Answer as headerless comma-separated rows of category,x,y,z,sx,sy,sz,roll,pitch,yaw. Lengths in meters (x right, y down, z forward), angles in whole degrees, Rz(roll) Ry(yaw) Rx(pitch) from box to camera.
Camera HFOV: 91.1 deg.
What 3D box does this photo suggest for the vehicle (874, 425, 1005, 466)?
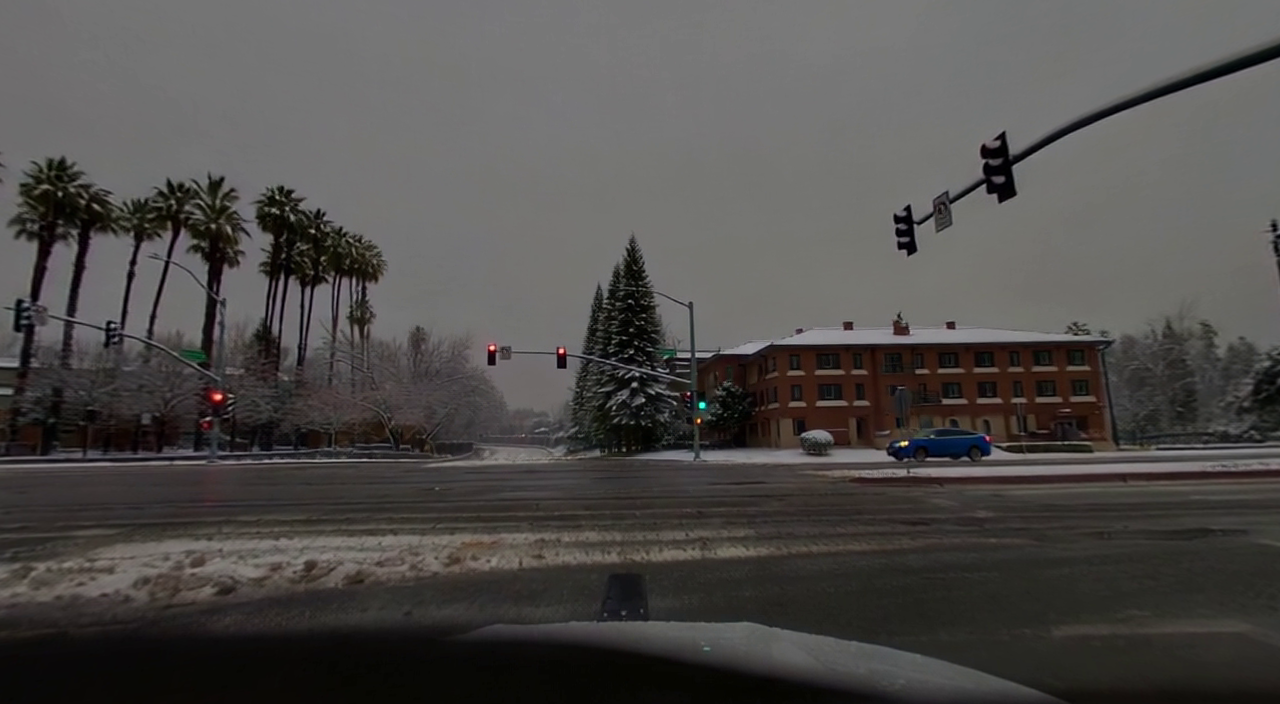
vehicle,13.379,4.214,28.280,4.820,1.751,2.050,0,-8,-2
